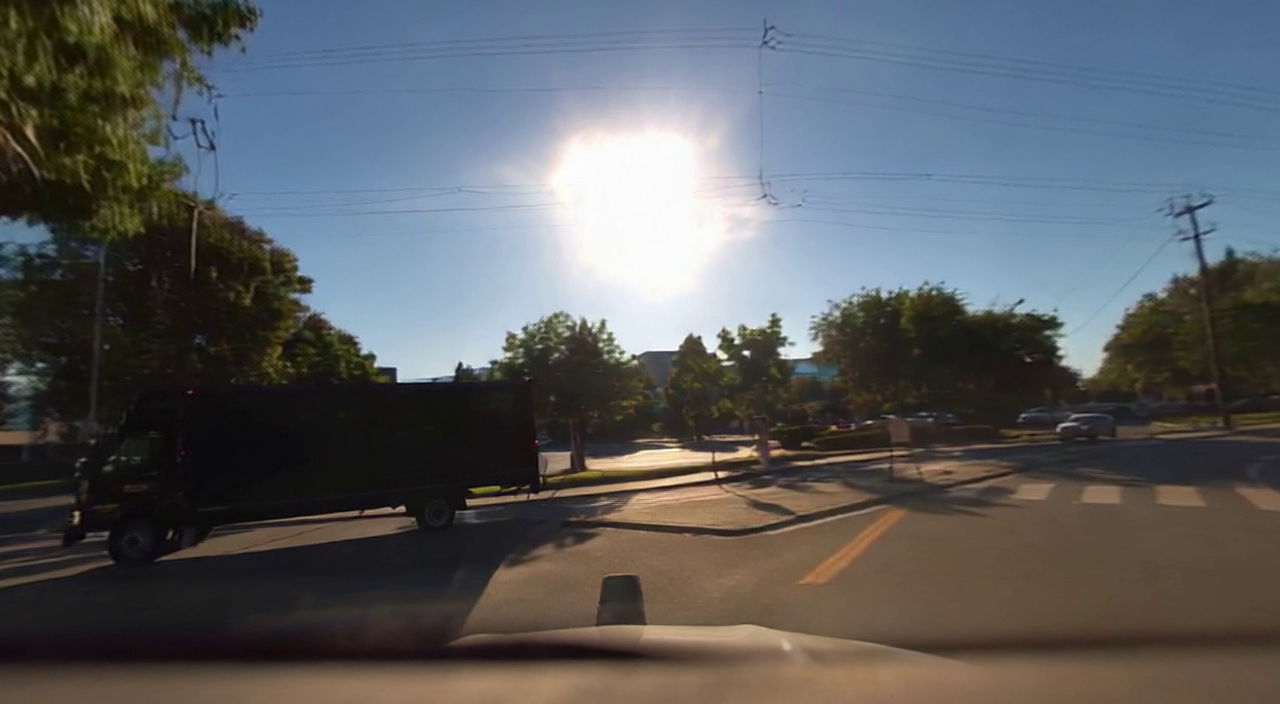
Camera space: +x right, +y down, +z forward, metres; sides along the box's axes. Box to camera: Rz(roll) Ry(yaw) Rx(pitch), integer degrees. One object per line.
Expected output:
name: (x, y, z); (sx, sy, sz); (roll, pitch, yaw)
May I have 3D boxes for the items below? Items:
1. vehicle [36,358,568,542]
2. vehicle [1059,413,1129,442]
vehicle: (-6.747, 2.168, 14.396); (9.680, 3.326, 2.838); (3, -9, -19)
vehicle: (25.867, 4.328, 35.731); (4.075, 1.523, 1.837); (5, -10, -34)
